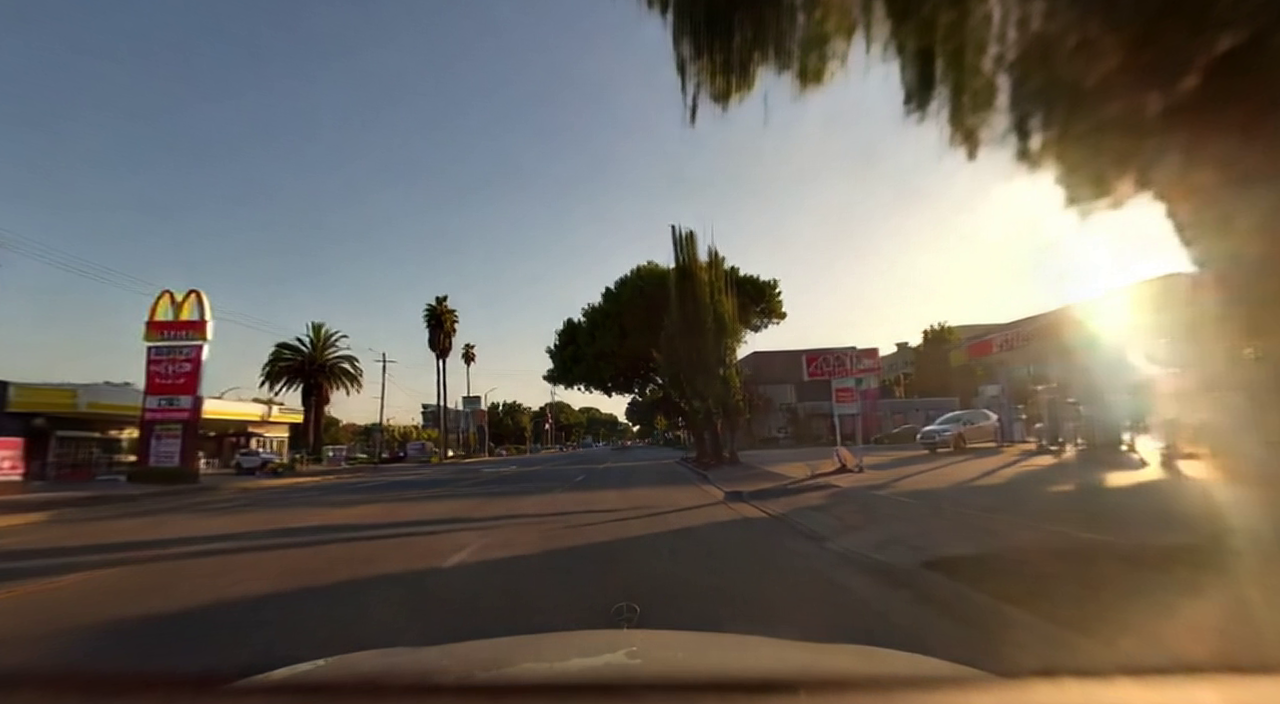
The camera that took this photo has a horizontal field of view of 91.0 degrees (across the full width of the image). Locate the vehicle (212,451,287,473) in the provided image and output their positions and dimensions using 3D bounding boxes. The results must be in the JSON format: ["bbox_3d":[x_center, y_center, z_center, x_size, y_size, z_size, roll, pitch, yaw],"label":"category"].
[{"bbox_3d":[-28.927,8.116,46.667,4.420,1.445,1.954,6,-10,-37],"label":"vehicle"}]

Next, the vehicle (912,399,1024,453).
[{"bbox_3d":[15.984,3.657,30.573,5.529,2.395,2.399,6,-10,-35],"label":"vehicle"}]
